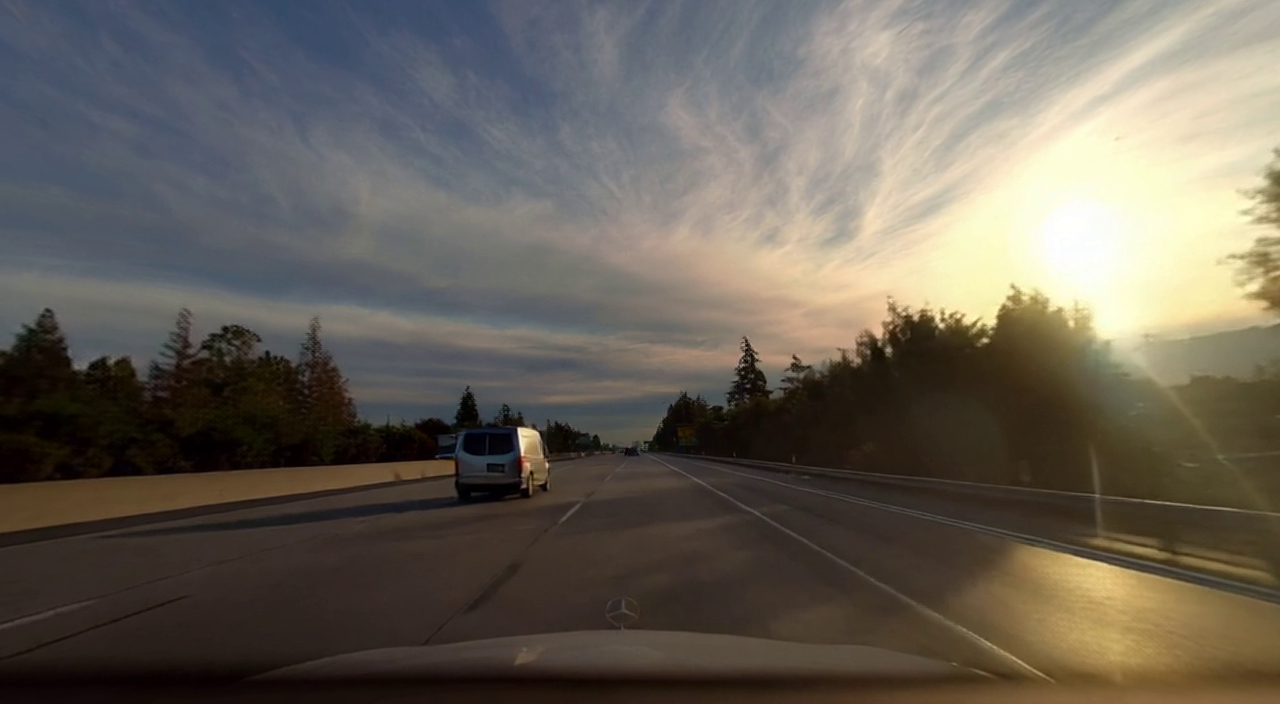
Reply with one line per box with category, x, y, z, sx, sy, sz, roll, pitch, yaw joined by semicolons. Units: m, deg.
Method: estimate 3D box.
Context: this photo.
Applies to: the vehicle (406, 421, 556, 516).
vehicle;-3.698;2.854;15.960;2.349;1.973;5.419;0;-9;0
